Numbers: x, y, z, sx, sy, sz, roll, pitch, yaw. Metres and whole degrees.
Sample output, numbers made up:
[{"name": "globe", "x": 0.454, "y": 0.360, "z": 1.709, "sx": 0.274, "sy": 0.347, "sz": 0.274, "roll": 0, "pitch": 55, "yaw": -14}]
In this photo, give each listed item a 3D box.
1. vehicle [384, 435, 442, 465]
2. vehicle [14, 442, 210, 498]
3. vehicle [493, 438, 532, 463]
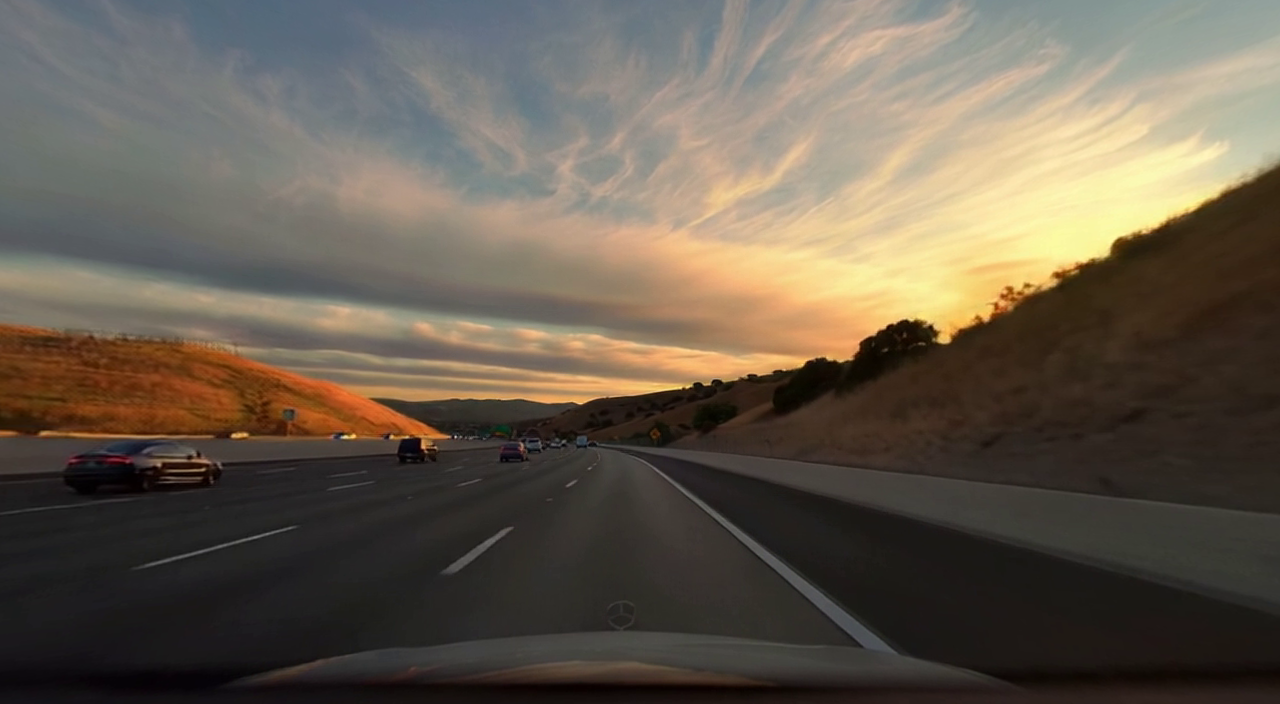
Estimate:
[{"name": "vehicle", "x": -16.014, "y": 6.926, "z": 44.897, "sx": 2.240, "sy": 1.953, "sz": 5.452, "roll": 1, "pitch": -8, "yaw": -2}, {"name": "vehicle", "x": -15.407, "y": 3.441, "z": 18.873, "sx": 1.955, "sy": 1.429, "sz": 4.575, "roll": 0, "pitch": -9, "yaw": -1}, {"name": "vehicle", "x": -9.424, "y": 7.313, "z": 46.943, "sx": 2.104, "sy": 1.715, "sz": 4.319, "roll": 0, "pitch": -8, "yaw": -2}]
